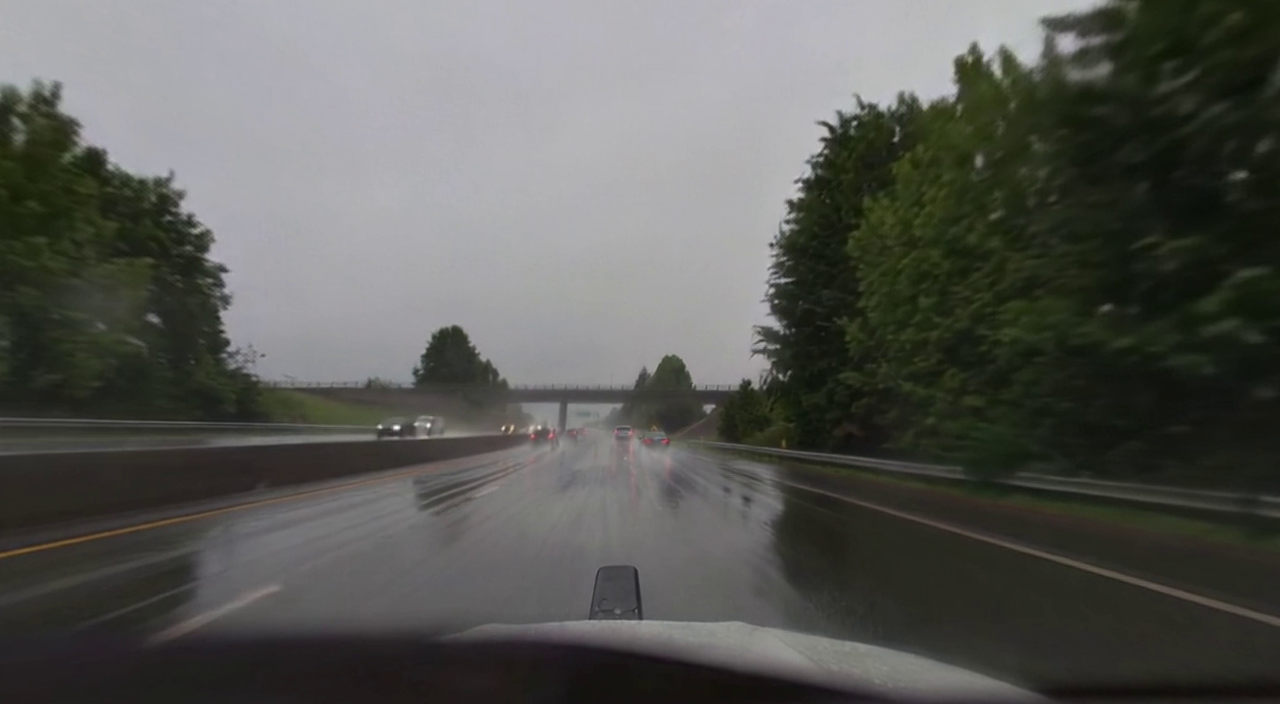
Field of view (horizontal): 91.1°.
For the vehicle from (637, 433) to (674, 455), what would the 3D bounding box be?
[{"bbox_3d":[0.933,5.902,40.424,1.999,1.329,3.913,1,-8,-4],"label":"vehicle"}]
